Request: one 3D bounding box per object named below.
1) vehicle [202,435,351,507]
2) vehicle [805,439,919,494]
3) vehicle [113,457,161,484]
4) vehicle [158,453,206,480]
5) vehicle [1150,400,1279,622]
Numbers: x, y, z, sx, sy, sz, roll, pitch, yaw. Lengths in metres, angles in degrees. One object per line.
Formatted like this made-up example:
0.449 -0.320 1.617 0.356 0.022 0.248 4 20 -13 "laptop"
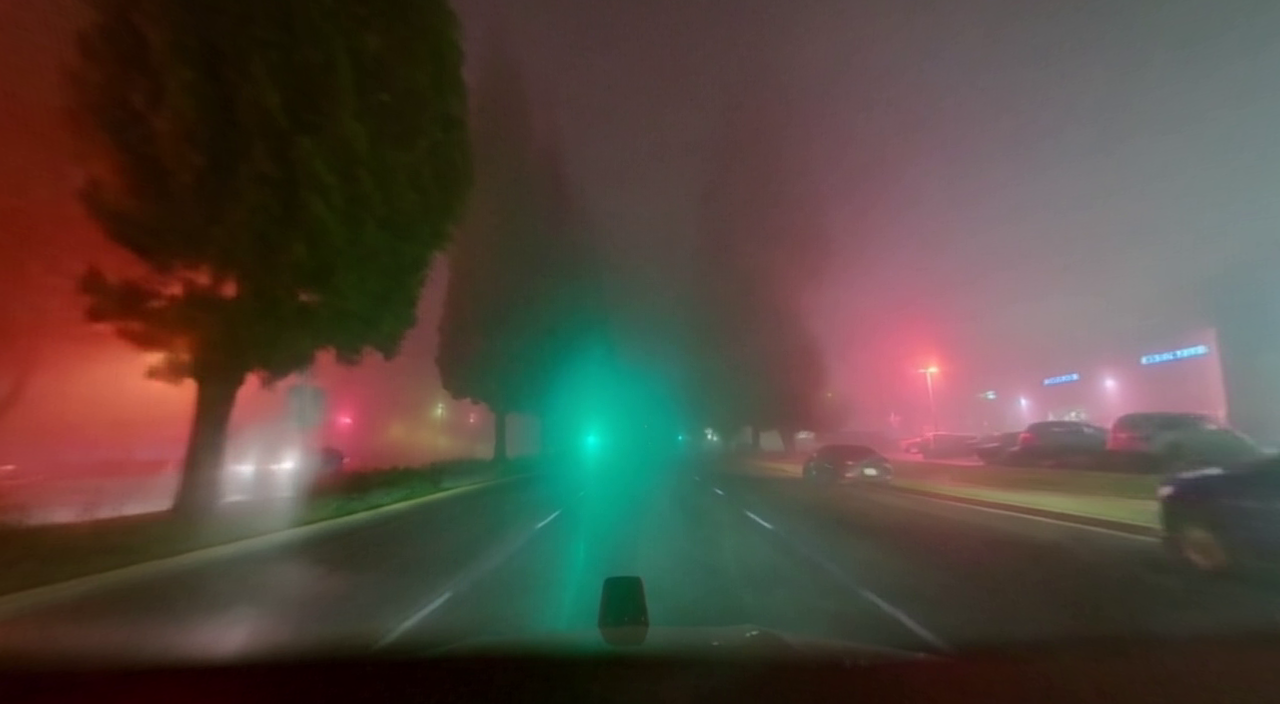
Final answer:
-12.185 3.980 21.633 2.157 2.139 4.800 0 -8 0 "vehicle"
7.235 3.777 21.184 2.122 1.602 4.928 0 -8 1 "vehicle"
-35.662 8.332 44.627 4.285 1.747 2.044 -8 -12 44 "vehicle"
-34.012 8.496 46.776 2.077 1.851 4.582 7 -13 -44 "vehicle"
7.068 1.317 4.774 2.157 2.057 4.994 0 -8 0 "vehicle"
